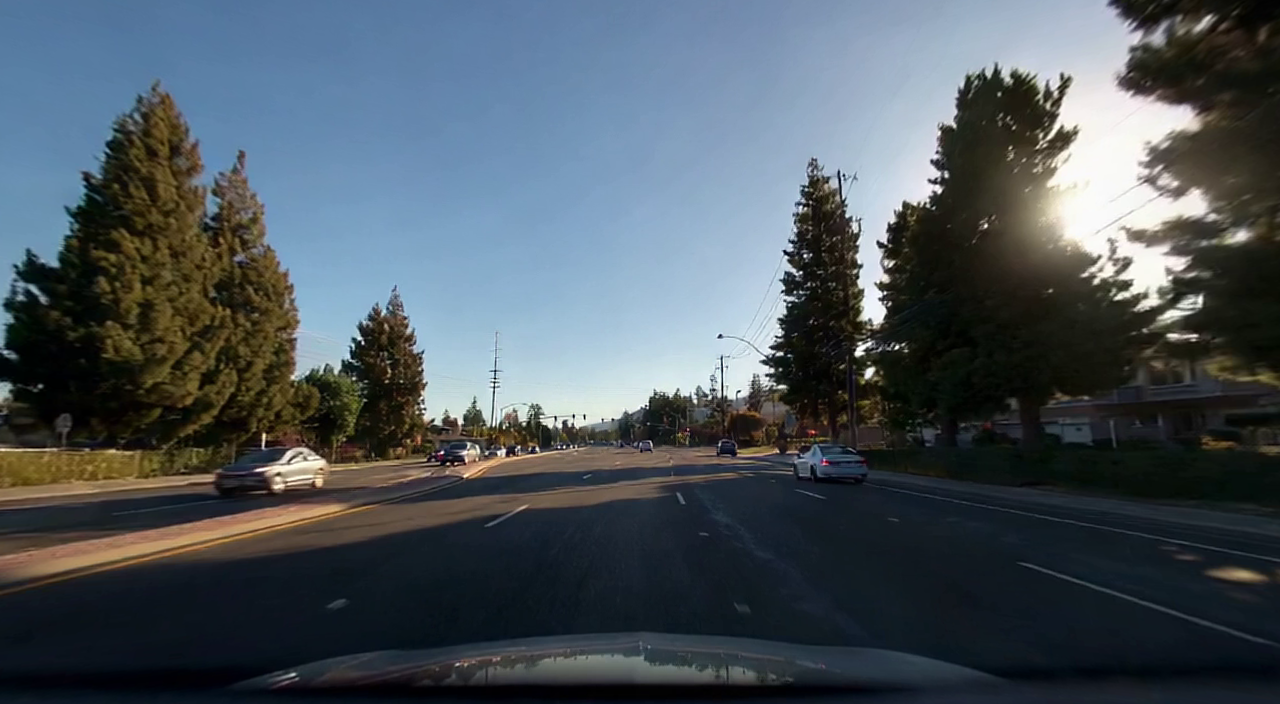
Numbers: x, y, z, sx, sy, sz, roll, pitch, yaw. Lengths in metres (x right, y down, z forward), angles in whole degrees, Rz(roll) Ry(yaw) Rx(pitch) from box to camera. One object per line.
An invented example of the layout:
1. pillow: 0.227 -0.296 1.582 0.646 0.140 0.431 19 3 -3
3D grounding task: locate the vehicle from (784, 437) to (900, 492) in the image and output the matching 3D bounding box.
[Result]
1. vehicle: 6.172 3.489 20.014 2.113 1.520 4.650 0 -8 0

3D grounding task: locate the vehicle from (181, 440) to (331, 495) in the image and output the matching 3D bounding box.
1. vehicle: -11.856 3.569 19.966 1.940 1.517 4.626 0 -8 -1

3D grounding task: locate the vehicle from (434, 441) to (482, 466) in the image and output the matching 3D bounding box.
1. vehicle: -12.521 7.002 43.693 1.992 1.651 4.486 0 -8 -1
